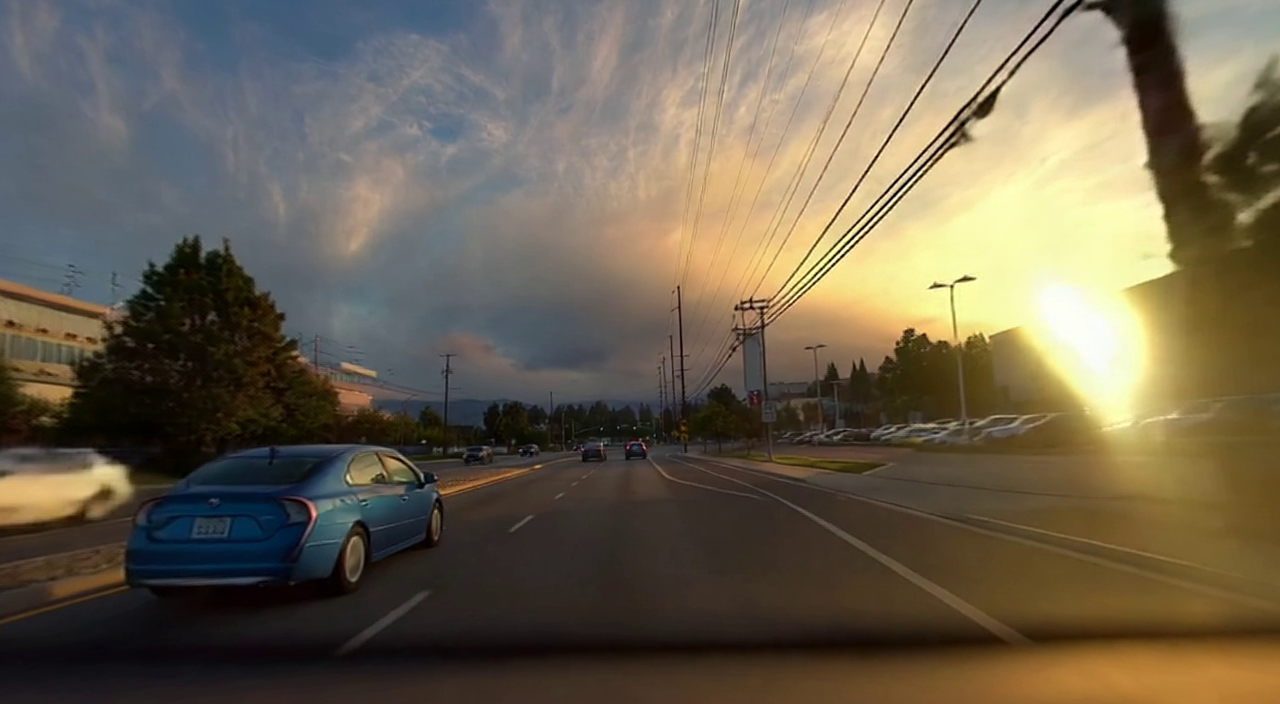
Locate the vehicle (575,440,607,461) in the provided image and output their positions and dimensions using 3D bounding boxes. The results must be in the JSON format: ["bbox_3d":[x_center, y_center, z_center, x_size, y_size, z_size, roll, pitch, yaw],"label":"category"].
[{"bbox_3d":[-3.696,7.521,48.164,2.021,1.486,3.623,-1,-9,1],"label":"vehicle"}]

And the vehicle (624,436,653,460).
[{"bbox_3d":[-0.100,7.523,49.324,2.182,1.773,4.041,0,-9,0],"label":"vehicle"}]

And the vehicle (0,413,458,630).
[{"bbox_3d":[-3.599,1.532,6.780,1.928,1.488,4.635,0,-9,0],"label":"vehicle"}]
